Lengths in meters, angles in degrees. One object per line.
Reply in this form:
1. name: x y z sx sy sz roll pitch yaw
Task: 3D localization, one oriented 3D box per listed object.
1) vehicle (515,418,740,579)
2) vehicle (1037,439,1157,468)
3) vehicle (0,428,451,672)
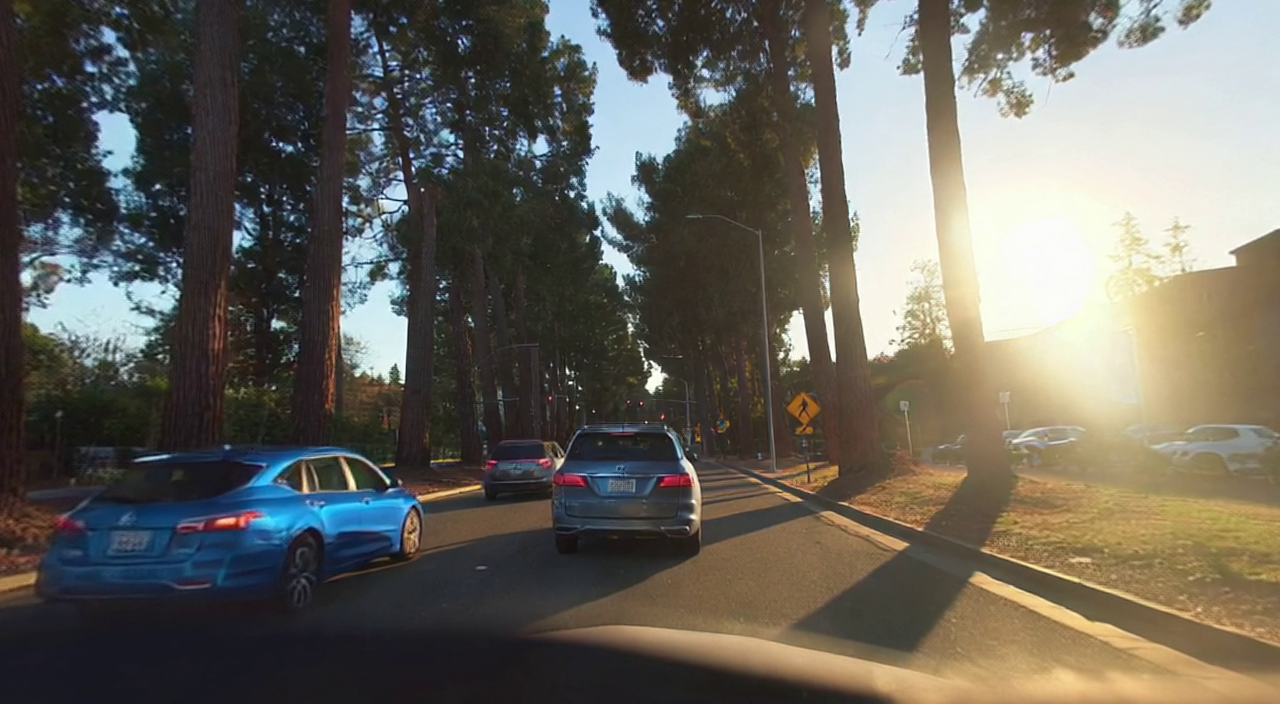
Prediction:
1. vehicle: -0.104 1.751 8.307 2.229 1.591 3.897 0 -8 1
2. vehicle: 28.375 6.301 39.315 5.955 1.702 2.166 1 -8 -6
3. vehicle: -3.568 1.539 6.149 1.922 1.464 4.424 0 -8 2
